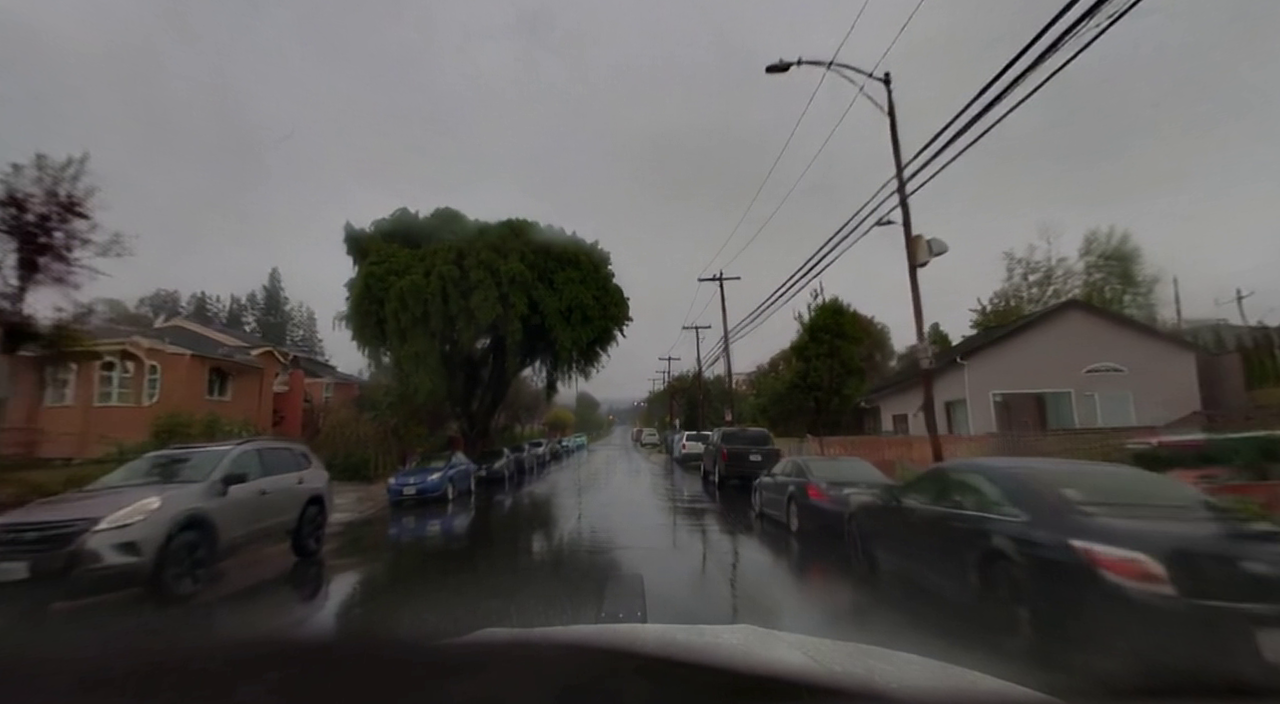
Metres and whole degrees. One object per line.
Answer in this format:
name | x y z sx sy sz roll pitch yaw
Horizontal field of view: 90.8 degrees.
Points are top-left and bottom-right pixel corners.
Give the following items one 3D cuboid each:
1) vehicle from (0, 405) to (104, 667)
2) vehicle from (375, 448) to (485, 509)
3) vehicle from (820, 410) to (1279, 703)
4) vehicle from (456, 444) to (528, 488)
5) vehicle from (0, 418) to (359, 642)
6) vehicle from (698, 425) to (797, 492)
vehicle | -5.872 1.088 2.702 2.184 1.958 5.757 0 -9 -1
vehicle | -6.406 3.863 19.977 2.002 1.585 5.080 -1 -8 -3
vehicle | 3.292 1.428 5.094 2.126 1.448 4.853 0 -11 -1
vehicle | -6.383 4.929 27.791 1.924 1.525 4.688 -5 -8 0
vehicle | -5.883 2.013 8.372 2.096 1.966 4.944 -4 -8 -1
vehicle | 3.276 3.398 20.450 2.107 1.866 5.199 0 -9 -2
